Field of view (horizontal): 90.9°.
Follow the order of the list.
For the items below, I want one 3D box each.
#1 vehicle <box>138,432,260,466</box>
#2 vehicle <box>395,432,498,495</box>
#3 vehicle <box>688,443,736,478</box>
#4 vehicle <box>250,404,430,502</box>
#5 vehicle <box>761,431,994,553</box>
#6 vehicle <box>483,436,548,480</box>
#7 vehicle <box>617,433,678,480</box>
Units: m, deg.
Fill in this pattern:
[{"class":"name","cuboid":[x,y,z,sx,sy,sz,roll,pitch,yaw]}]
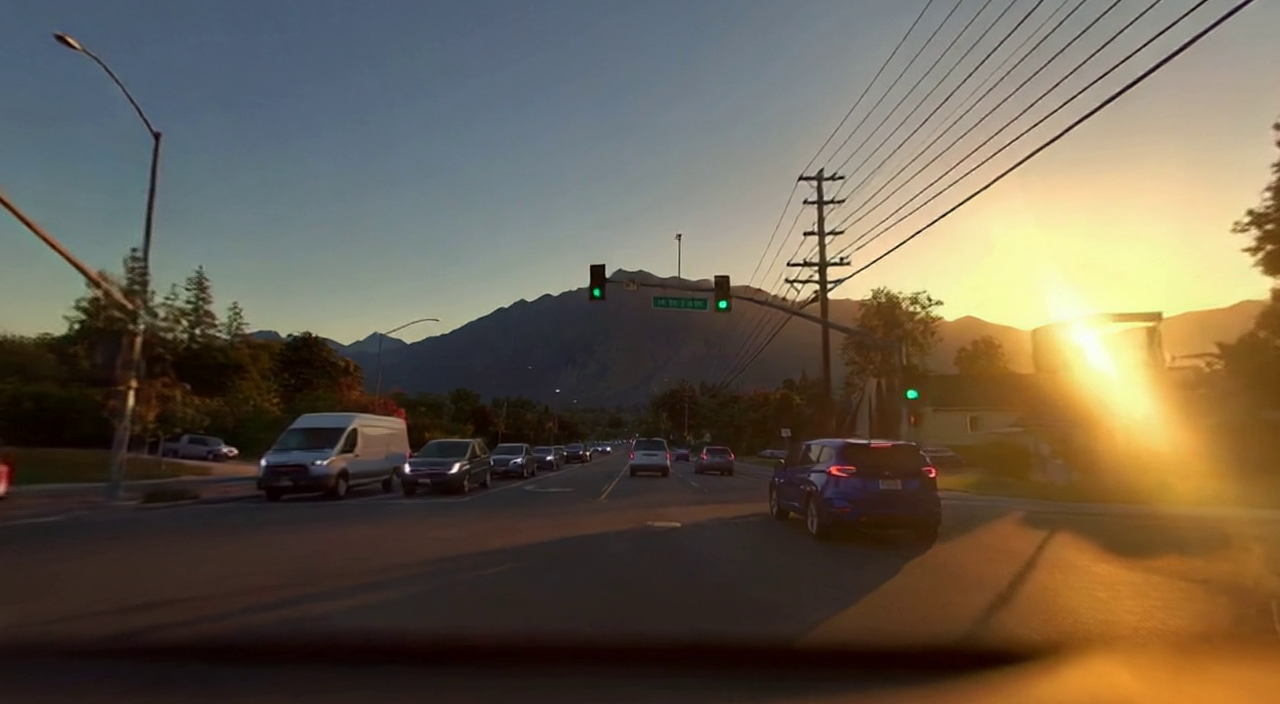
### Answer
[{"class":"vehicle","cuboid":[-27.402,6.042,39.354,5.789,2.068,2.368,0,-8,0]},{"class":"vehicle","cuboid":[-6.131,3.582,20.598,1.983,1.801,4.391,0,-8,0]},{"class":"vehicle","cuboid":[3.682,5.632,33.005,1.957,1.646,4.355,0,-8,-1]},{"class":"vehicle","cuboid":[-9.391,3.269,20.693,2.725,2.710,6.304,0,-8,0]},{"class":"vehicle","cuboid":[3.740,2.279,11.111,2.155,1.658,4.721,0,-8,-1]},{"class":"vehicle","cuboid":[-5.808,5.023,30.119,1.993,1.884,5.481,0,-8,0]},{"class":"vehicle","cuboid":[0.328,4.918,29.923,2.636,2.011,5.130,0,-8,0]}]
